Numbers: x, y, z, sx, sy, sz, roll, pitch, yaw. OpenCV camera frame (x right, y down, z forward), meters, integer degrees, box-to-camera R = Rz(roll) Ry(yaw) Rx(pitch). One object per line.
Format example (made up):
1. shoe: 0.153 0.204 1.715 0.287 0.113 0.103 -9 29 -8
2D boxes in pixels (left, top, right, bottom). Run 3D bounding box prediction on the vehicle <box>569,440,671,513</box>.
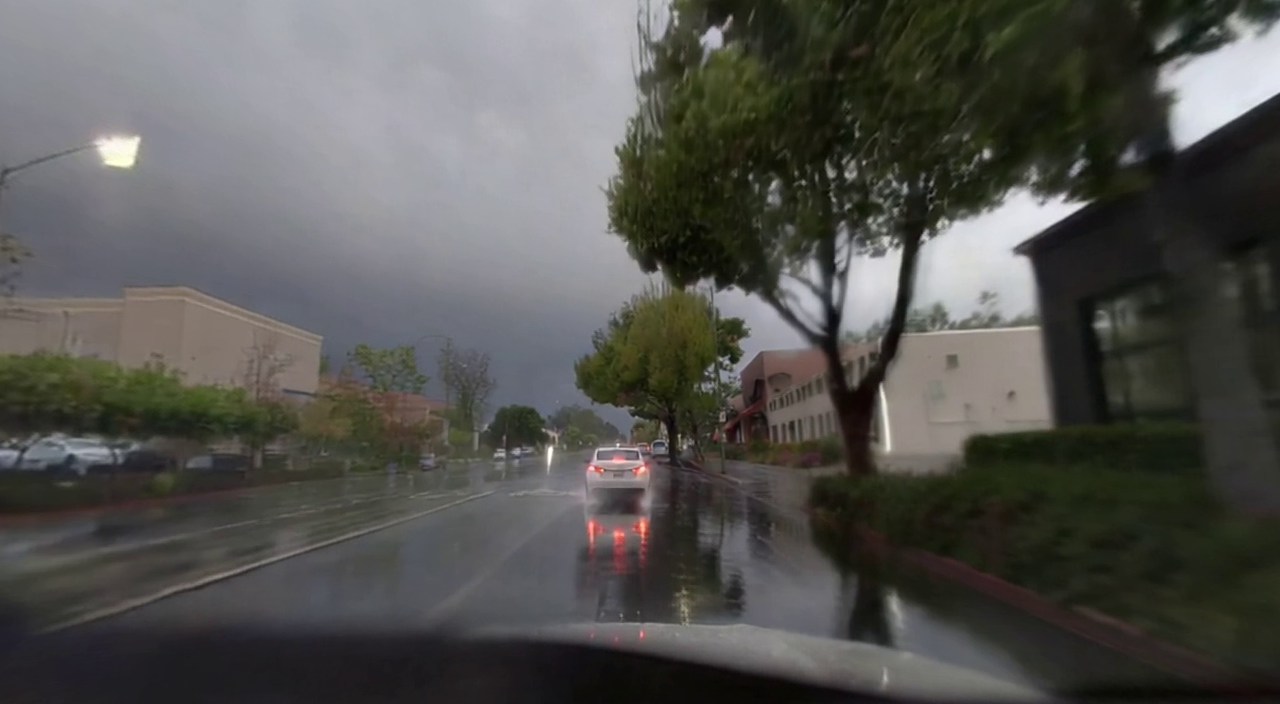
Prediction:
1. vehicle: -0.506 2.924 15.333 2.116 1.479 4.358 0 -9 -2
